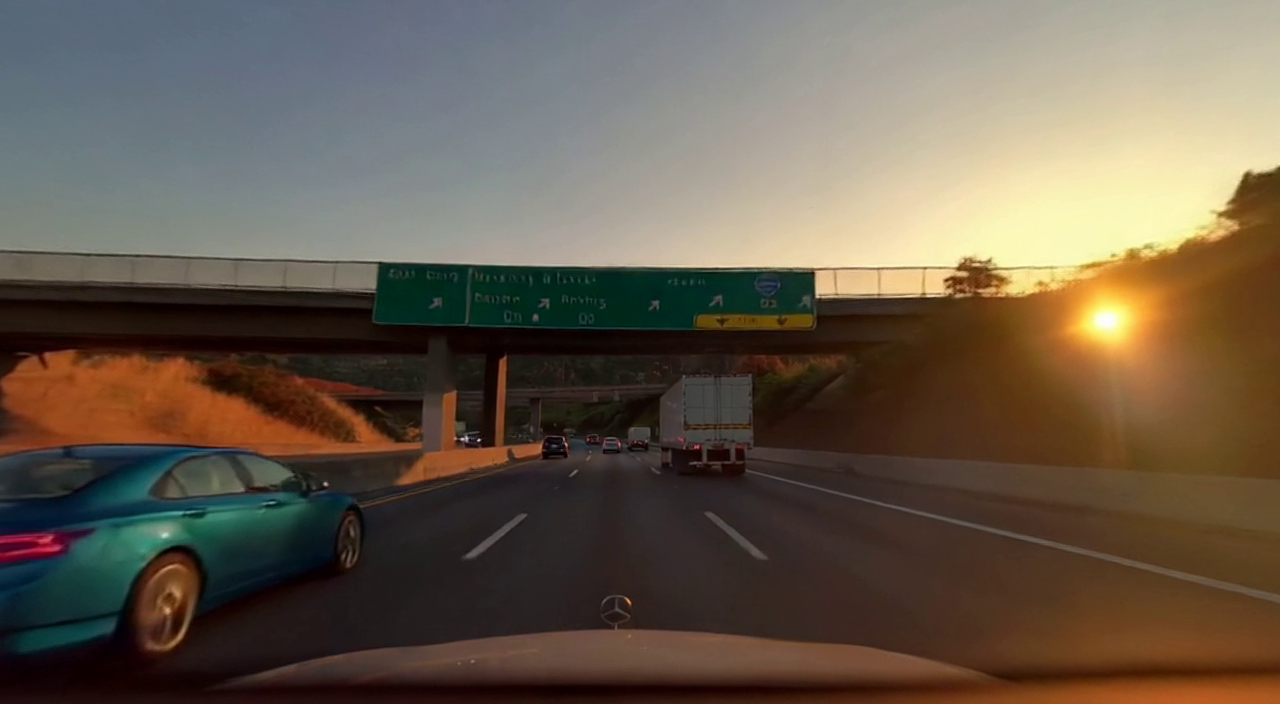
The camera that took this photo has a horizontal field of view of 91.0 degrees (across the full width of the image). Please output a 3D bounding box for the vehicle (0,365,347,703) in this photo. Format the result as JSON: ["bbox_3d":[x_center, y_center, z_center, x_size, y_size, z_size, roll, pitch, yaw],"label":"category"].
[{"bbox_3d":[-4.138,1.103,4.300,2.213,1.650,4.403,0,-8,-1],"label":"vehicle"}]

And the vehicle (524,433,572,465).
[{"bbox_3d":[-5.359,5.726,37.218,2.377,1.747,4.703,0,-8,-3],"label":"vehicle"}]

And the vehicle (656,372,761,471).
[{"bbox_3d":[2.984,3.825,32.794,3.301,4.034,13.722,0,-8,-3],"label":"vehicle"}]

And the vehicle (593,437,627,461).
[{"bbox_3d":[-2.086,6.531,42.528,2.125,1.542,3.816,0,-8,-5],"label":"vehicle"}]
